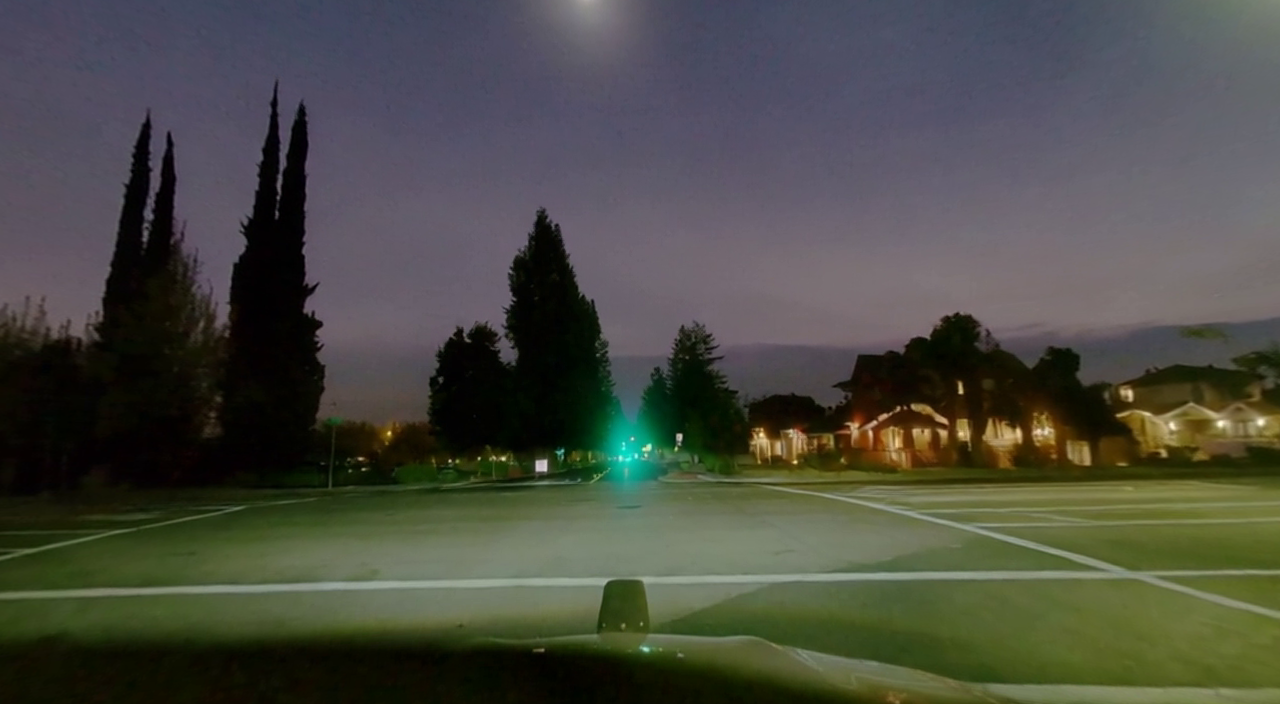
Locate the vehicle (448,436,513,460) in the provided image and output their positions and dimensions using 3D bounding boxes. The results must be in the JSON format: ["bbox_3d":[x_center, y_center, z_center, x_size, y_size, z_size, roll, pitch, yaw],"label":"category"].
[{"bbox_3d":[-12.601,7.588,49.918,4.622,1.782,1.836,0,-8,-1],"label":"vehicle"}]
